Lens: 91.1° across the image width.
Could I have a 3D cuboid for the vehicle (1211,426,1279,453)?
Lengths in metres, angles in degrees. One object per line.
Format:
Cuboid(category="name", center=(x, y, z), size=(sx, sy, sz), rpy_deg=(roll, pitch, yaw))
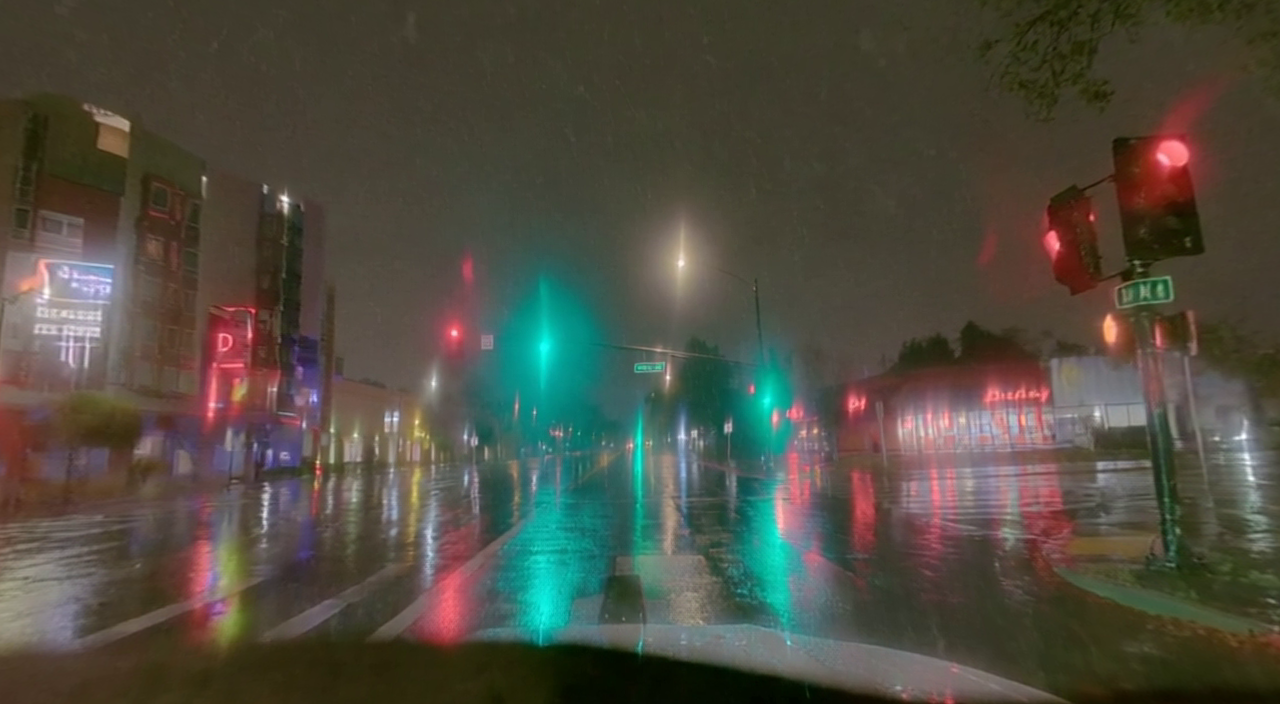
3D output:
Cuboid(category="vehicle", center=(35.306, 4.907, 35.256), size=(4.493, 1.453, 1.849), rpy_deg=(0, -8, 2))
